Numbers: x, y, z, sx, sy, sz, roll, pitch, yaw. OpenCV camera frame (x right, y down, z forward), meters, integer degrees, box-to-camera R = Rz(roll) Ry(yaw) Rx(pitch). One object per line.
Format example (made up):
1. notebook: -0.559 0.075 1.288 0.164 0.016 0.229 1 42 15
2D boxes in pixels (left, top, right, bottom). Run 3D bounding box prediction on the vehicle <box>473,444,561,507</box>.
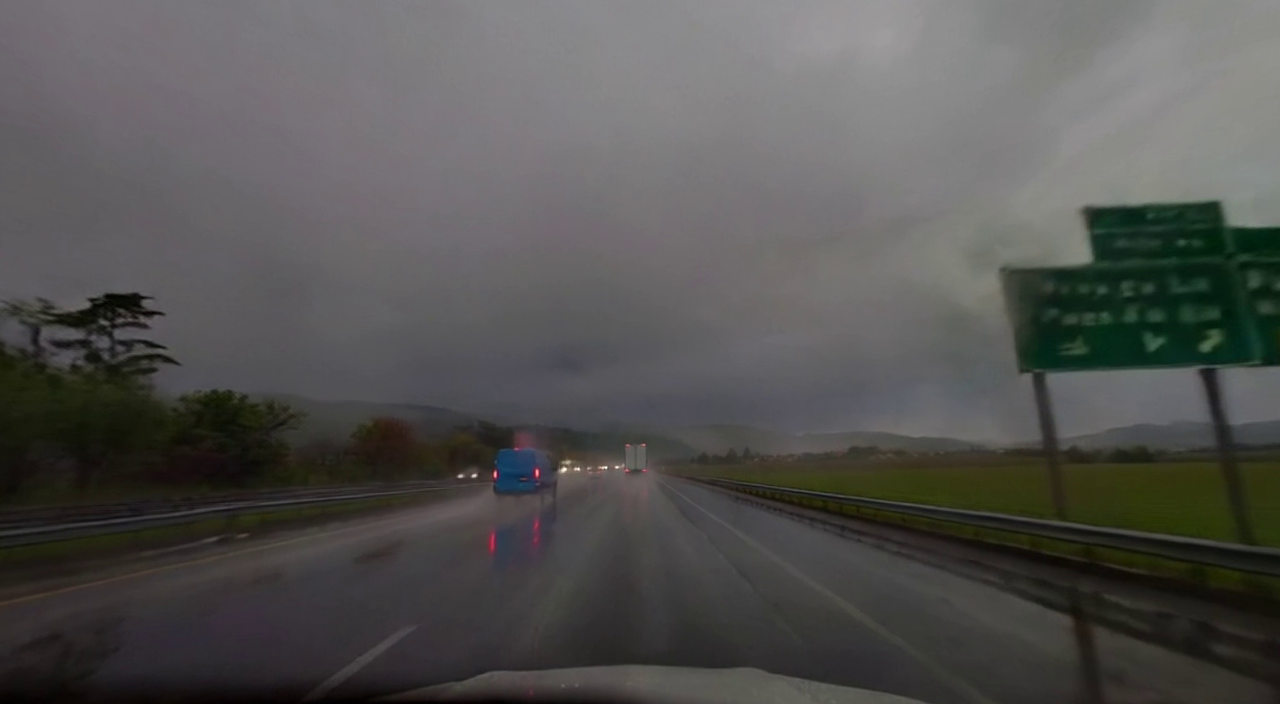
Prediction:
1. vehicle: -4.239 4.402 22.607 2.208 1.973 4.716 1 -10 0
